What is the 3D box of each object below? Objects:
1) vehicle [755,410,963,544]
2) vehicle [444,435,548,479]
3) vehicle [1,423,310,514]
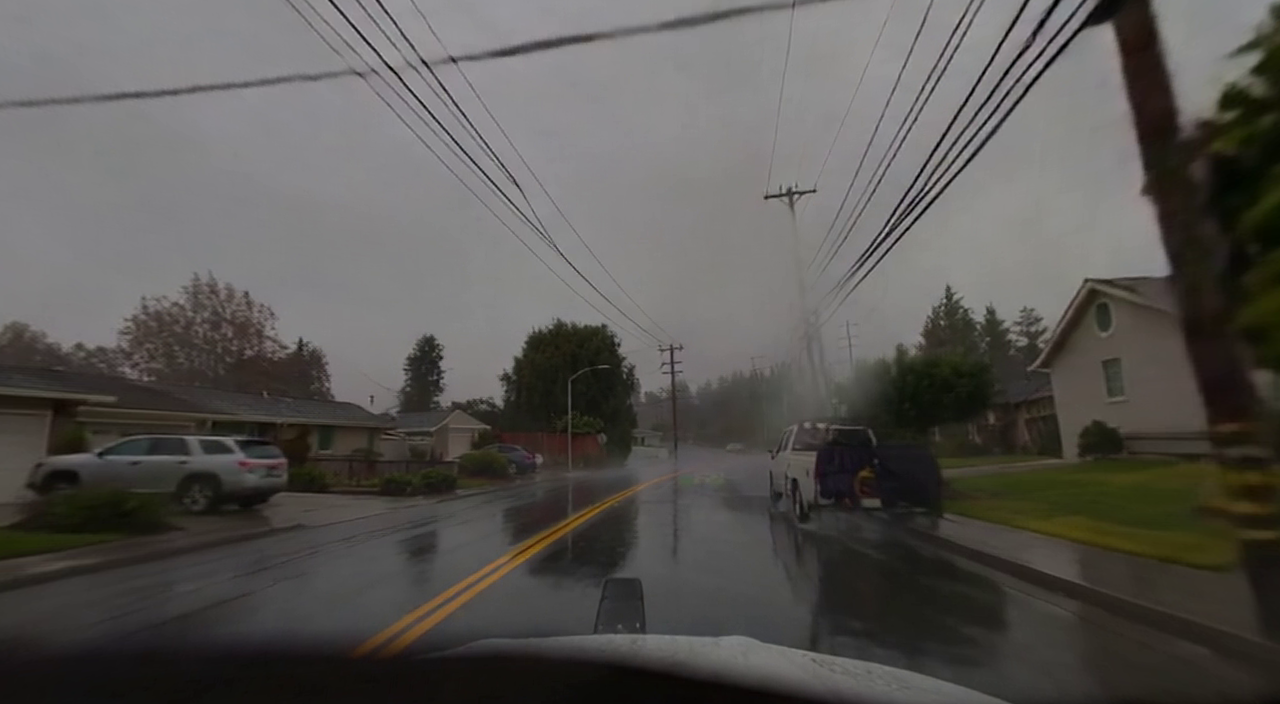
[{"bbox_3d":[3.773,2.337,12.504,2.273,1.938,6.400,0,-9,4],"label":"vehicle"},{"bbox_3d":[-8.117,5.921,35.867,5.228,2.041,2.023,2,-7,12],"label":"vehicle"},{"bbox_3d":[-11.384,2.737,15.172,5.632,1.957,2.302,-1,-9,5],"label":"vehicle"}]
